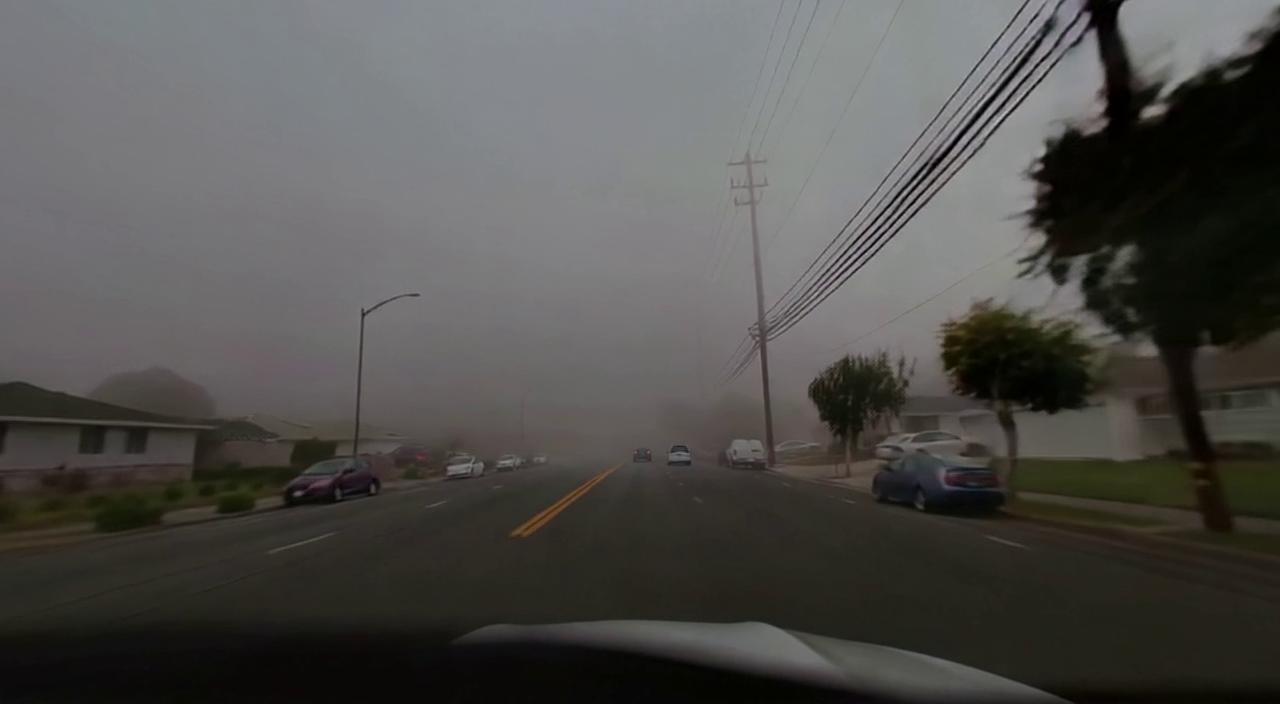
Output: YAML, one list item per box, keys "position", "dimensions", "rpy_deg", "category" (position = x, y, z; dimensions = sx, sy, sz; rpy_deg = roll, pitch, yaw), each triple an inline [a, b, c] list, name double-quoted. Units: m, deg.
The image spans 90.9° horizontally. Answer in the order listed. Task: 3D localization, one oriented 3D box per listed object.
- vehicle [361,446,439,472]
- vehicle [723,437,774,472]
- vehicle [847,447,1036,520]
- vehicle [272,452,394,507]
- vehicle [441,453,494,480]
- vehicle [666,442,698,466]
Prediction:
- position: [-17.364, 7.735, 45.761]
  dimensions: [4.745, 1.810, 2.197]
  rpy_deg: [0, -9, 2]
  category: "vehicle"
- position: [6.888, 6.575, 40.656]
  dimensions: [2.274, 2.090, 5.465]
  rpy_deg: [0, -9, 0]
  category: "vehicle"
- position: [6.708, 2.960, 14.774]
  dimensions: [2.070, 1.428, 4.636]
  rpy_deg: [0, -9, -1]
  category: "vehicle"
- position: [-10.427, 4.315, 21.866]
  dimensions: [1.965, 1.675, 4.577]
  rpy_deg: [0, -9, -1]
  category: "vehicle"
- position: [-10.454, 6.968, 38.545]
  dimensions: [1.896, 1.495, 4.425]
  rpy_deg: [0, -9, 2]
  category: "vehicle"
- position: [3.170, 7.792, 48.253]
  dimensions: [2.070, 1.765, 4.731]
  rpy_deg: [0, -9, -1]
  category: "vehicle"
